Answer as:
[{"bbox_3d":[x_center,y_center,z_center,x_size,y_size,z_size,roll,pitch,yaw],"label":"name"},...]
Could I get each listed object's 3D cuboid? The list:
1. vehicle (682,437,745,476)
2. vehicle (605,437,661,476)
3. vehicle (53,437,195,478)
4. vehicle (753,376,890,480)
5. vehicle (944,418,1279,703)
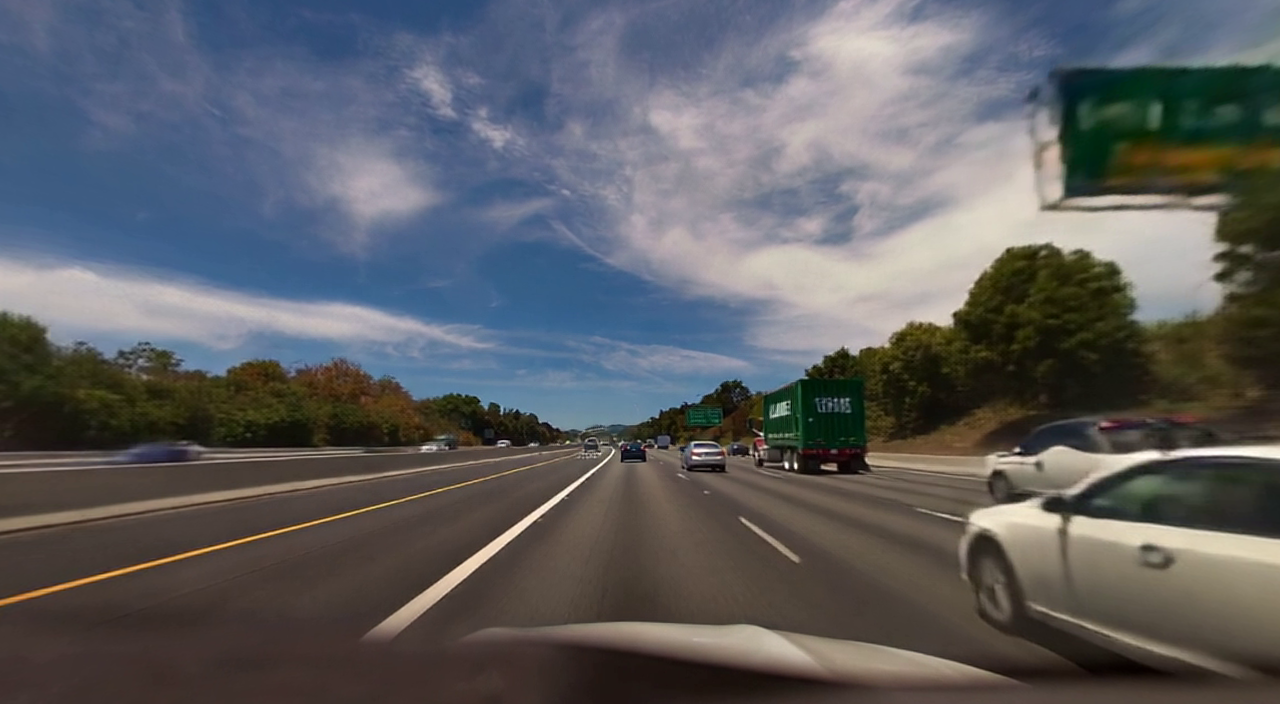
[{"bbox_3d":[3.070,4.505,27.451,1.993,1.504,4.781,0,-9,-3],"label":"vehicle"},{"bbox_3d":[-0.320,4.250,25.869,2.098,1.475,3.997,0,-8,-2],"label":"vehicle"},{"bbox_3d":[-20.721,4.238,25.672,1.874,1.496,4.682,0,-9,-1],"label":"vehicle"},{"bbox_3d":[7.183,3.320,26.642,2.799,3.655,8.627,0,-9,-3],"label":"vehicle"},{"bbox_3d":[3.263,0.990,2.503,1.865,1.427,4.448,0,-8,-1],"label":"vehicle"}]
